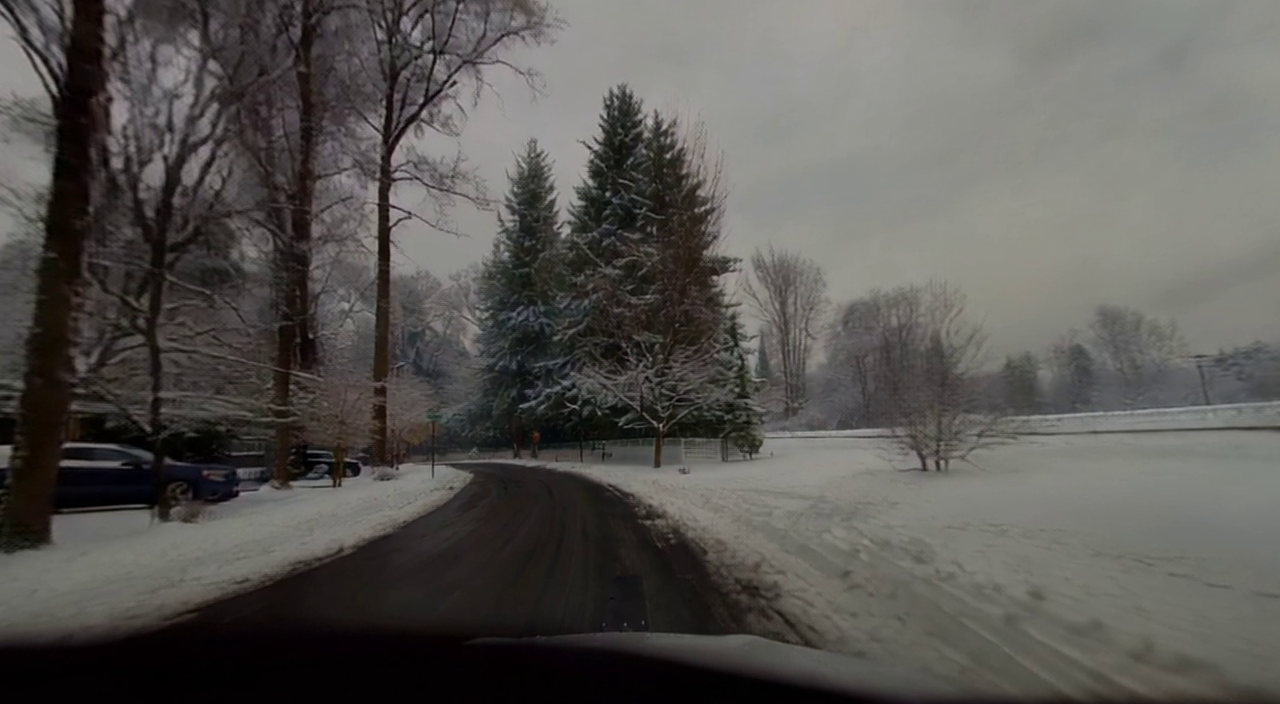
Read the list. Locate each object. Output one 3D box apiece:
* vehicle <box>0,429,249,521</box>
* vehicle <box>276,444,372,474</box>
[{"bbox_3d":[-12.019,2.723,14.308,4.961,1.757,1.971,1,-9,-19],"label":"vehicle"},{"bbox_3d":[-17.868,6.060,35.846,4.471,1.638,1.877,2,-9,-14],"label":"vehicle"}]
